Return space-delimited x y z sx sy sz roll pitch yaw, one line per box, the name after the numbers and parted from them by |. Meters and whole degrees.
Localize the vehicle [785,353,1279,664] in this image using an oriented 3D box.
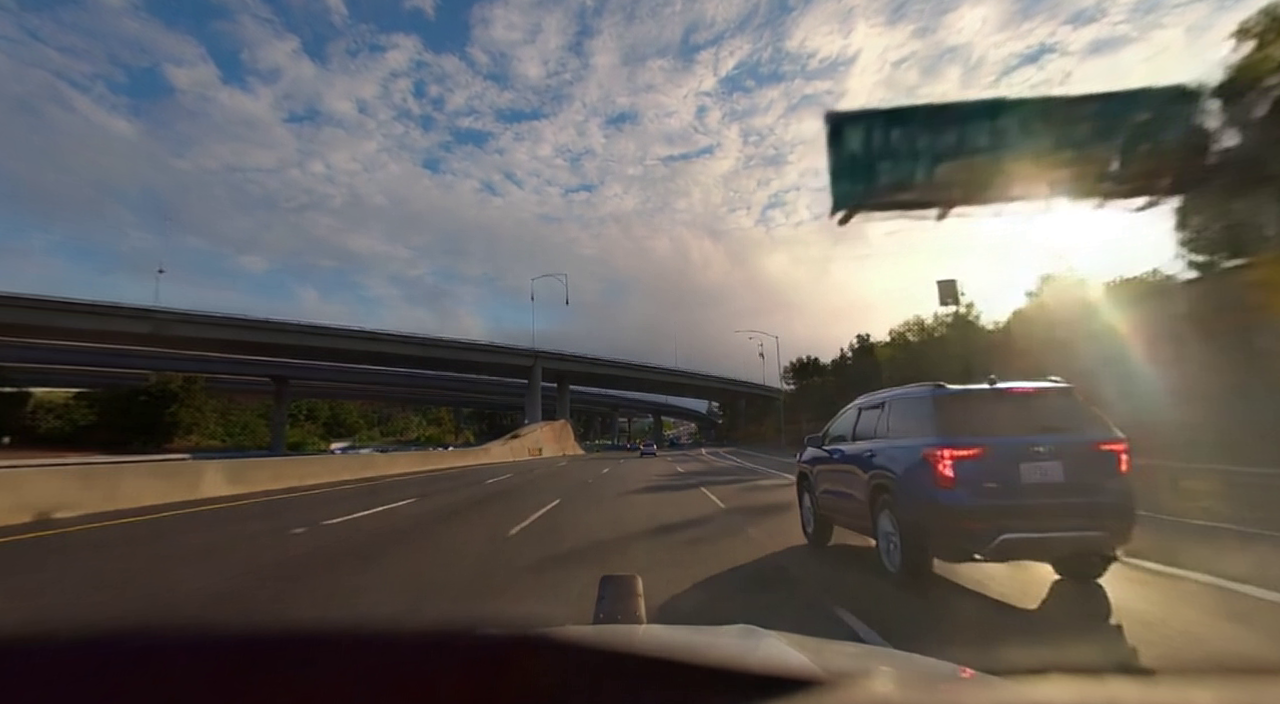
3.221 1.304 6.479 2.155 1.918 4.945 0 -8 -2 | vehicle
